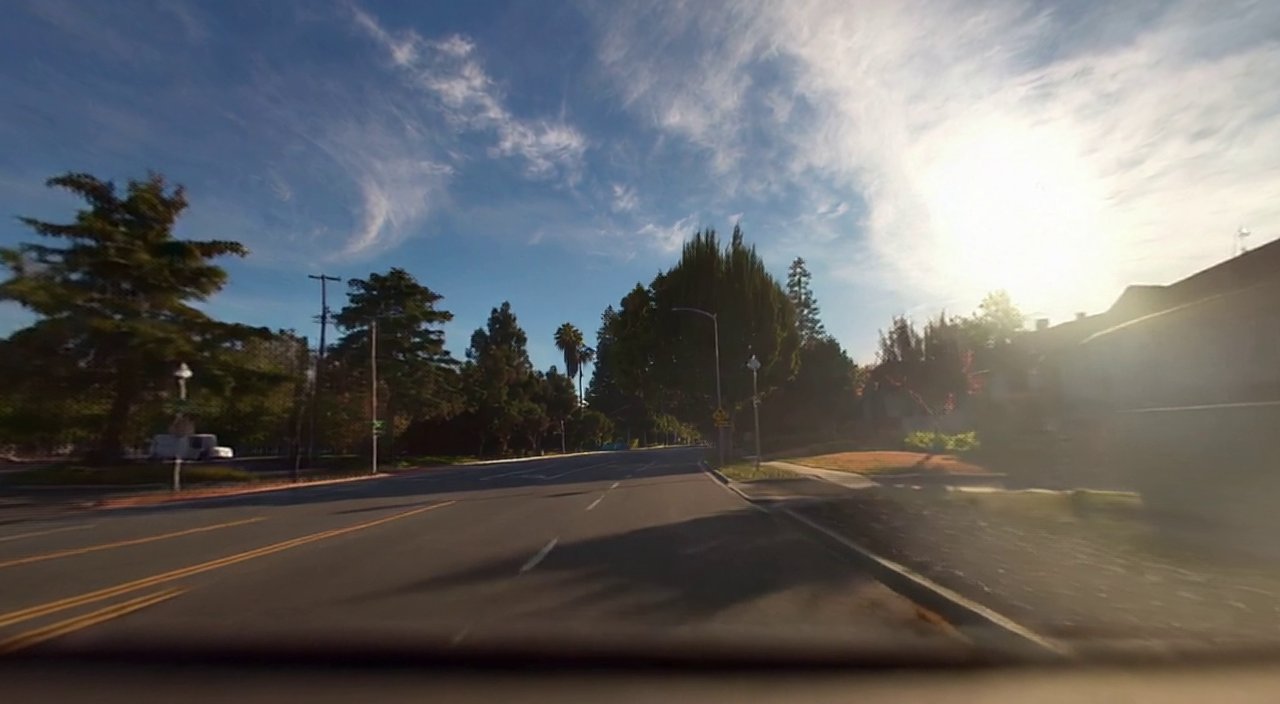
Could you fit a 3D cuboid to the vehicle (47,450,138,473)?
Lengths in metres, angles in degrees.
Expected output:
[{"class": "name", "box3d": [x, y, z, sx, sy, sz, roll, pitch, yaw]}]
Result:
[{"class": "vehicle", "box3d": [-42.846, 8.528, 49.527, 2.010, 1.681, 5.194, -2, -9, 9]}]
